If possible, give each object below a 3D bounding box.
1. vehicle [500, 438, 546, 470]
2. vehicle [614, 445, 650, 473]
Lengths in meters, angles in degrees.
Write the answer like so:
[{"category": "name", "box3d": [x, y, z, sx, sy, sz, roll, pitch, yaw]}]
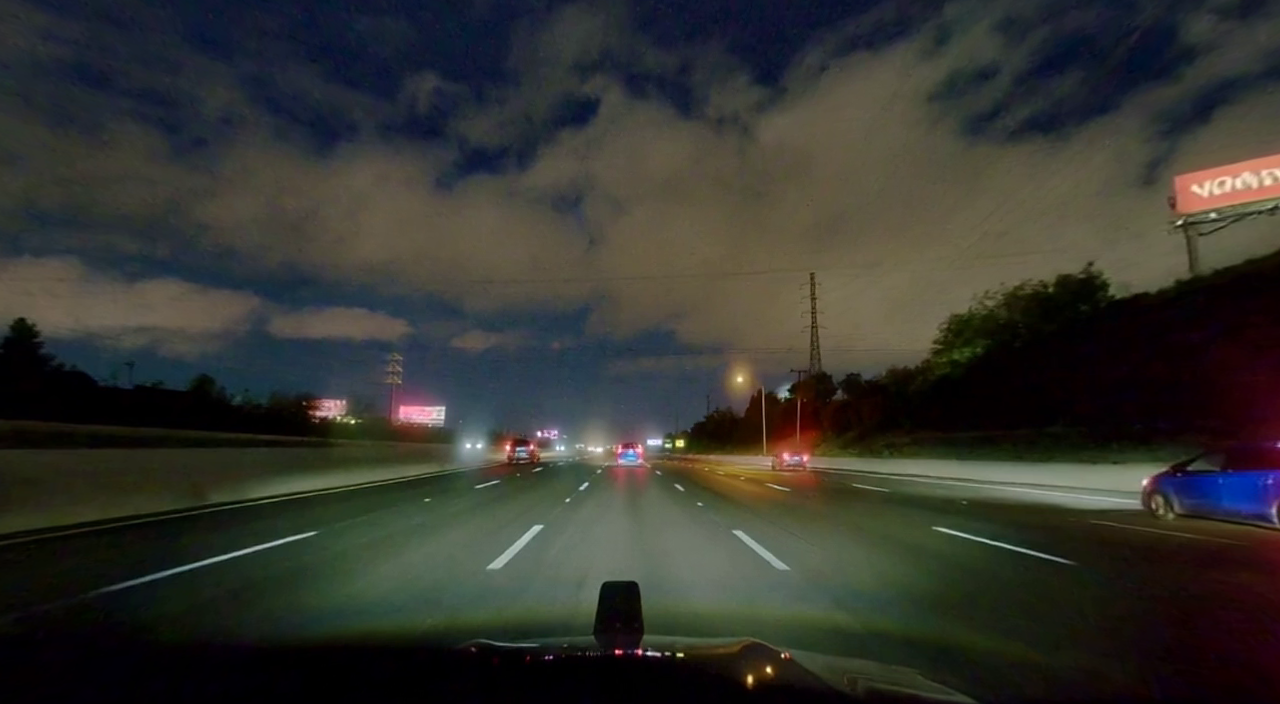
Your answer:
[{"category": "vehicle", "box3d": [-7.591, 6.659, 41.520, 2.177, 1.929, 4.706, 0, -9, 0]}, {"category": "vehicle", "box3d": [-0.530, 6.492, 38.583, 2.074, 1.574, 3.971, 0, -9, -2]}]
